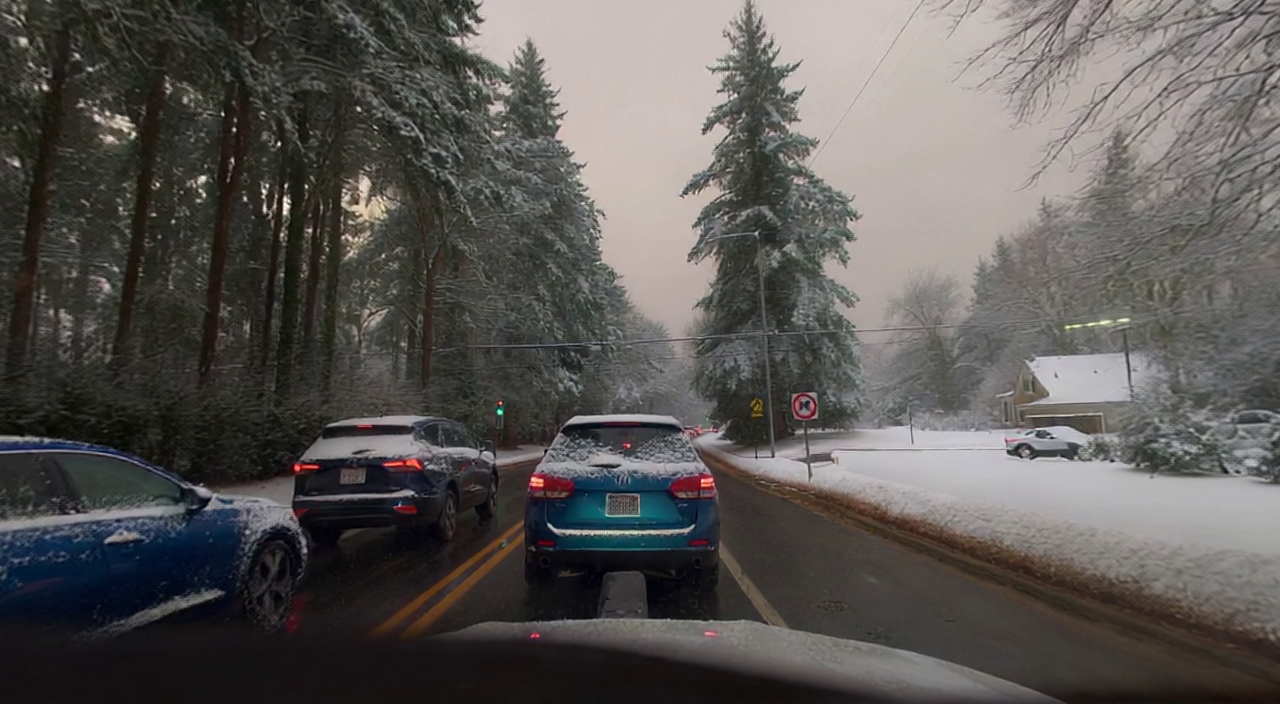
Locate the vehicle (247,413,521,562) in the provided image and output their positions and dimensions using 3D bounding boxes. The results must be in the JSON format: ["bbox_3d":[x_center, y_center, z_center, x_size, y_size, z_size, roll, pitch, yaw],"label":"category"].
[{"bbox_3d":[-3.482,1.947,9.855,2.188,1.745,4.618,0,-8,2],"label":"vehicle"}]

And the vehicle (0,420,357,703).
[{"bbox_3d":[-3.662,1.166,3.621,1.922,1.464,4.424,0,-8,2],"label":"vehicle"}]

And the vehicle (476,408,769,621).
[{"bbox_3d":[-0.032,1.524,6.832,2.229,1.591,3.897,-1,-8,3],"label":"vehicle"}]

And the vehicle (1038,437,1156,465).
[{"bbox_3d":[28.488,6.180,39.471,5.955,1.702,2.166,1,-8,-6],"label":"vehicle"}]
